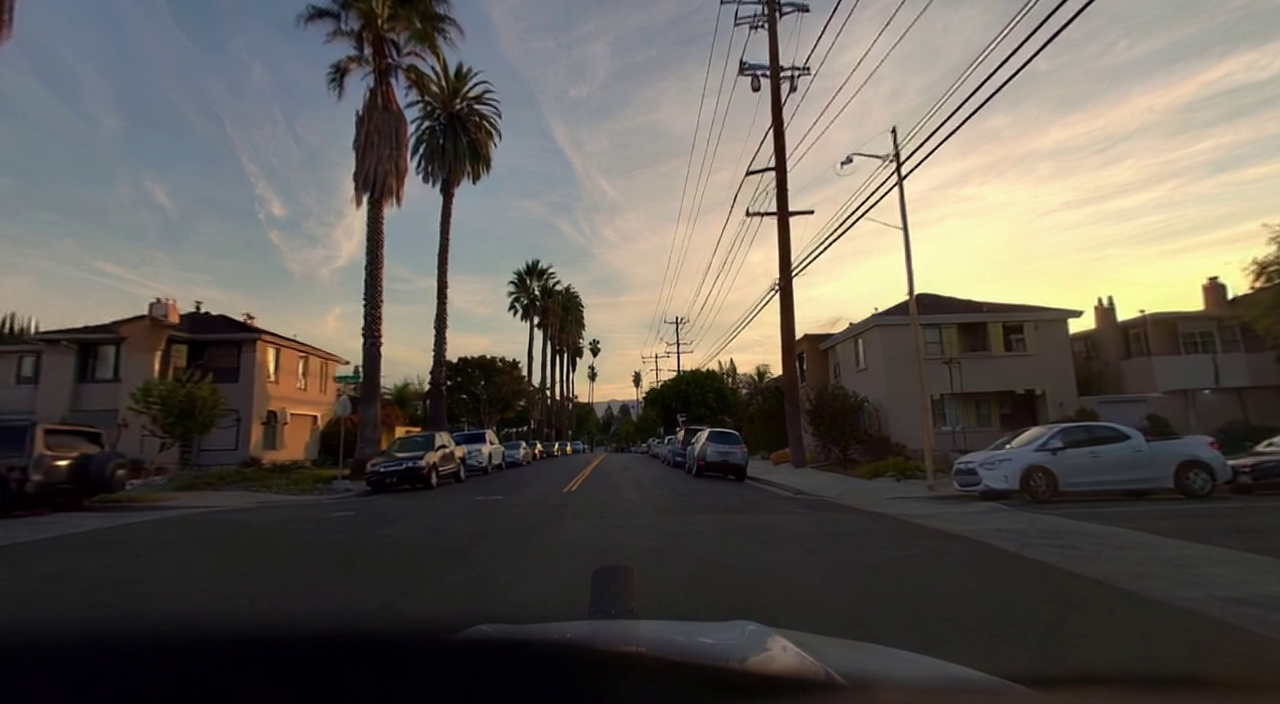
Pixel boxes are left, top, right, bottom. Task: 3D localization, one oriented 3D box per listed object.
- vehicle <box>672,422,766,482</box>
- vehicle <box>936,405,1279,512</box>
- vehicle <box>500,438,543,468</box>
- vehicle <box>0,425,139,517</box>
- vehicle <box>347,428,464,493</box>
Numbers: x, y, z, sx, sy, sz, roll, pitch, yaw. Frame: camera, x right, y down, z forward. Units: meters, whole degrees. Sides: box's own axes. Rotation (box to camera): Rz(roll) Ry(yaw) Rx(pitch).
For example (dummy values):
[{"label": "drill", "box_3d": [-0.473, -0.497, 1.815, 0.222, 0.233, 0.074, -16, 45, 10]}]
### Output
[{"label": "vehicle", "box_3d": [2.674, 3.648, 23.241, 2.505, 1.895, 5.805, 0, -9, -2]}, {"label": "vehicle", "box_3d": [10.285, 2.354, 14.238, 5.971, 1.967, 2.385, -1, -9, -5]}, {"label": "vehicle", "box_3d": [-7.945, 6.809, 42.732, 2.178, 1.865, 4.658, 0, -9, -2]}, {"label": "vehicle", "box_3d": [-14.790, 2.631, 13.634, 5.847, 1.766, 2.392, -2, -9, -3]}, {"label": "vehicle", "box_3d": [-6.983, 3.302, 19.439, 2.198, 1.724, 4.493, 0, -9, -5]}]
